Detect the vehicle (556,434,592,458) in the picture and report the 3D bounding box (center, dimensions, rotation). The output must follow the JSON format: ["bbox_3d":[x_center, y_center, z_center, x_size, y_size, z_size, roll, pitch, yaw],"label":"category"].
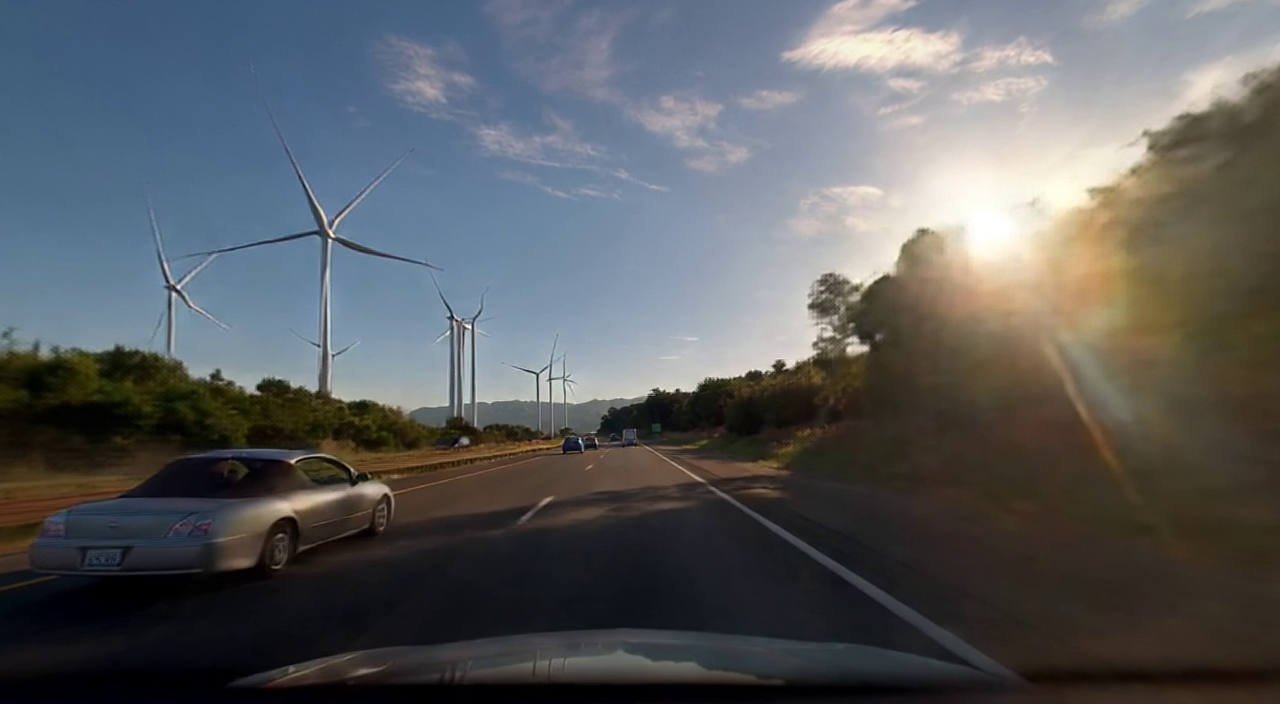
[{"bbox_3d":[-4.209,6.040,40.734,2.024,1.456,3.754,0,-8,-1],"label":"vehicle"}]

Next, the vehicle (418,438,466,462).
[{"bbox_3d":[-12.848,6.354,41.188,1.832,1.478,4.282,0,-8,-1],"label":"vehicle"}]

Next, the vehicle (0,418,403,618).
[{"bbox_3d":[-4.266,1.475,6.664,1.969,1.413,4.194,0,-8,-1],"label":"vehicle"}]
